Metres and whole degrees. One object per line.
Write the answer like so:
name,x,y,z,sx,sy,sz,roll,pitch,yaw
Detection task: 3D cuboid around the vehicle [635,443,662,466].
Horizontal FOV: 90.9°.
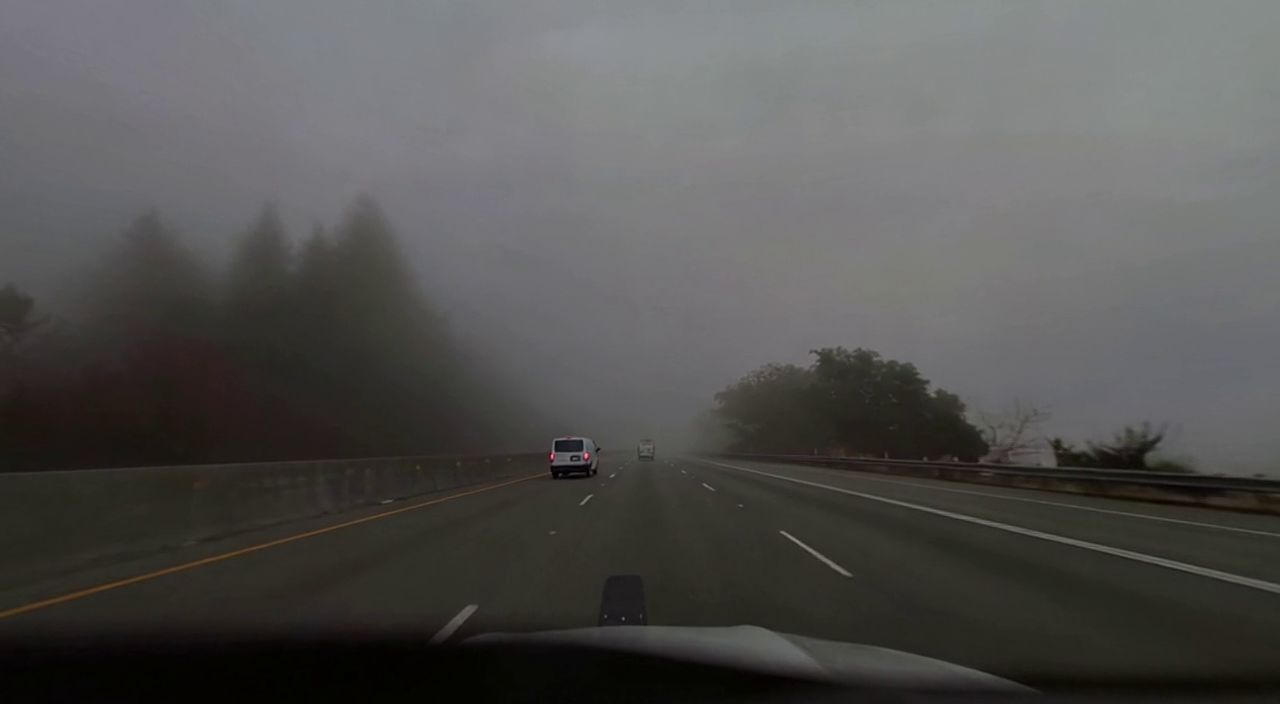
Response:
vehicle,0.641,8.082,49.883,2.067,1.690,3.901,0,-9,-1

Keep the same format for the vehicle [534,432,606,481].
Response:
vehicle,-2.968,4.656,28.295,2.572,1.927,5.803,0,-9,0
